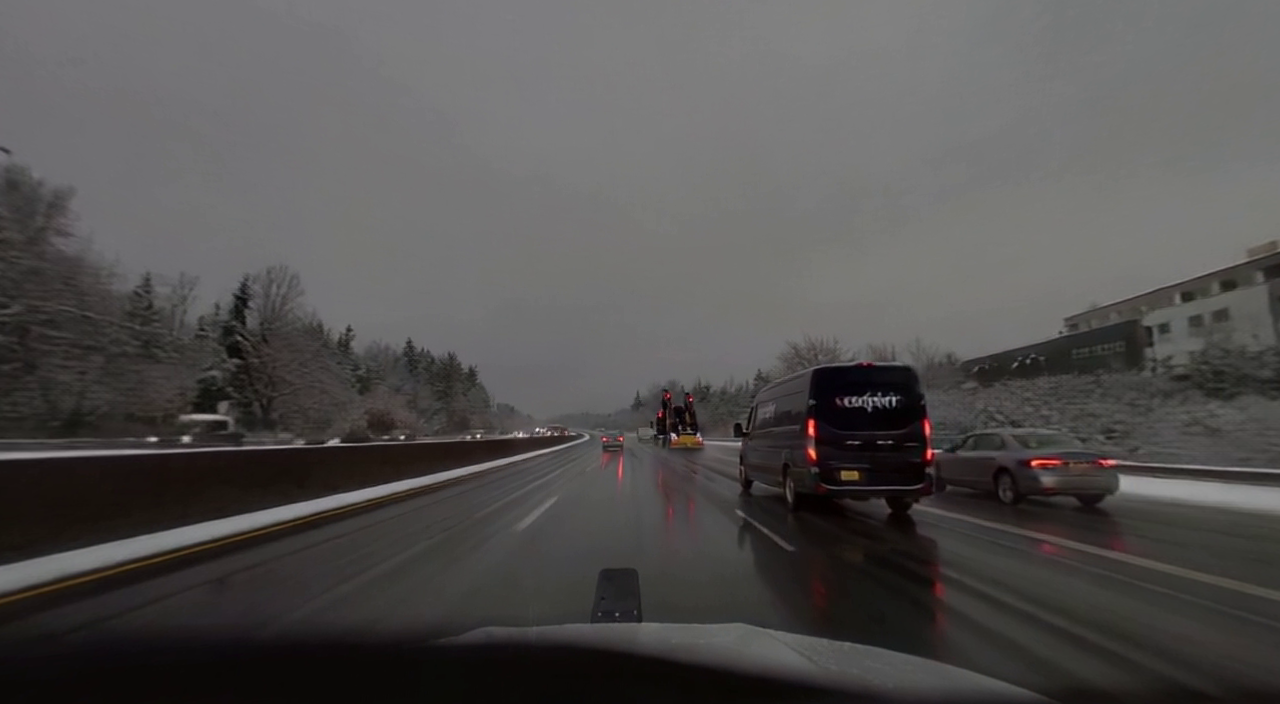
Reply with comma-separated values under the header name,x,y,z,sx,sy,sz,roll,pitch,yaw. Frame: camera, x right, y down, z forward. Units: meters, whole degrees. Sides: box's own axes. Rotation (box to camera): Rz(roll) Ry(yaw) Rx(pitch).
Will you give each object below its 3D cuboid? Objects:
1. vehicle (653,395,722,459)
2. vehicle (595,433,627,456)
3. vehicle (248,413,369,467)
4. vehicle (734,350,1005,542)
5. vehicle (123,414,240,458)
name,x,y,z,sx,sy,sz,roll,pitch,yaw
vehicle,2.894,5.052,41.772,2.912,3.738,10.123,0,-8,-5
vehicle,-2.076,6.623,45.228,2.217,1.502,4.222,0,-8,-2
vehicle,-11.491,3.090,22.257,2.046,1.697,4.190,0,-8,-1
vehicle,3.449,1.609,11.257,2.386,2.509,5.880,0,-8,-2
vehicle,-22.576,4.188,31.347,2.076,1.998,5.184,0,-8,-3
